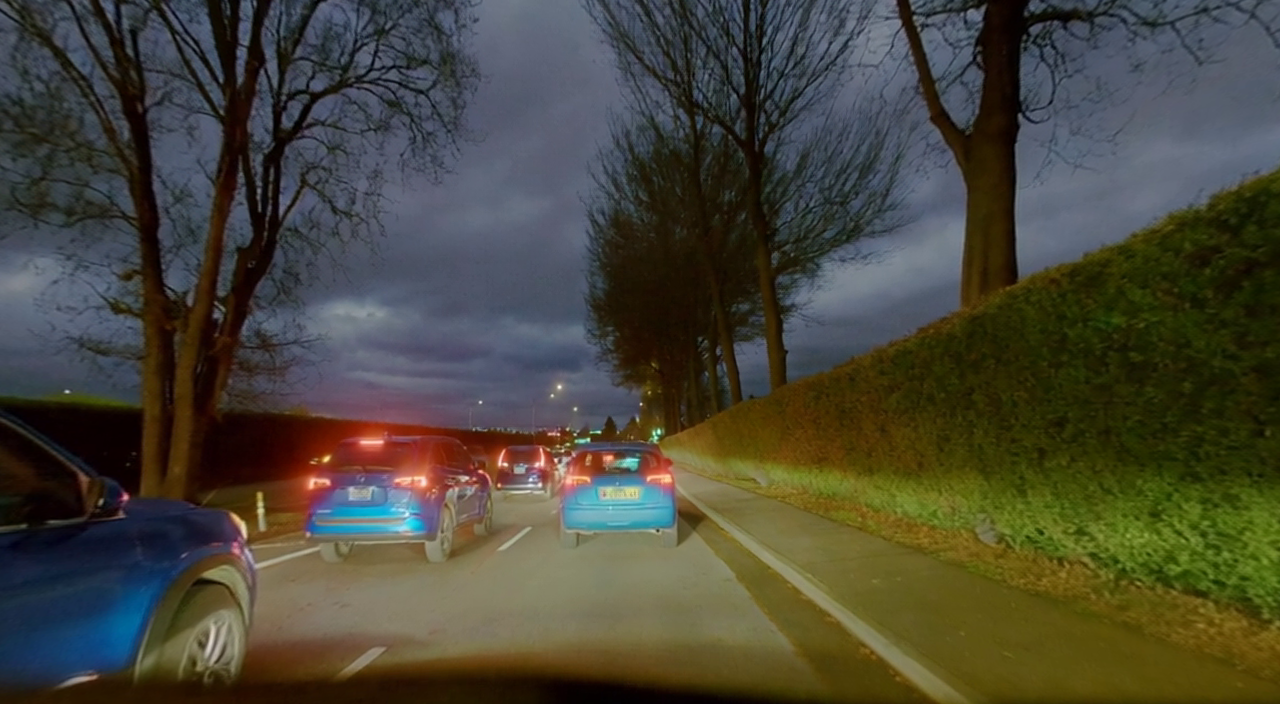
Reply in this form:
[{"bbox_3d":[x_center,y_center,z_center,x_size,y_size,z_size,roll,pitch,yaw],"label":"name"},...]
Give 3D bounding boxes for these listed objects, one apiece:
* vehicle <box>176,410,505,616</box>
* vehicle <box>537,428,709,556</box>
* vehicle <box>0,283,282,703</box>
[{"bbox_3d":[-3.411,1.870,8.291,2.256,1.728,4.421,-6,-8,-2],"label":"vehicle"},{"bbox_3d":[-0.252,2.084,9.963,2.154,1.581,4.007,0,-9,-1],"label":"vehicle"},{"bbox_3d":[-3.285,0.674,1.212,2.205,1.913,5.327,-5,-8,-2],"label":"vehicle"}]
